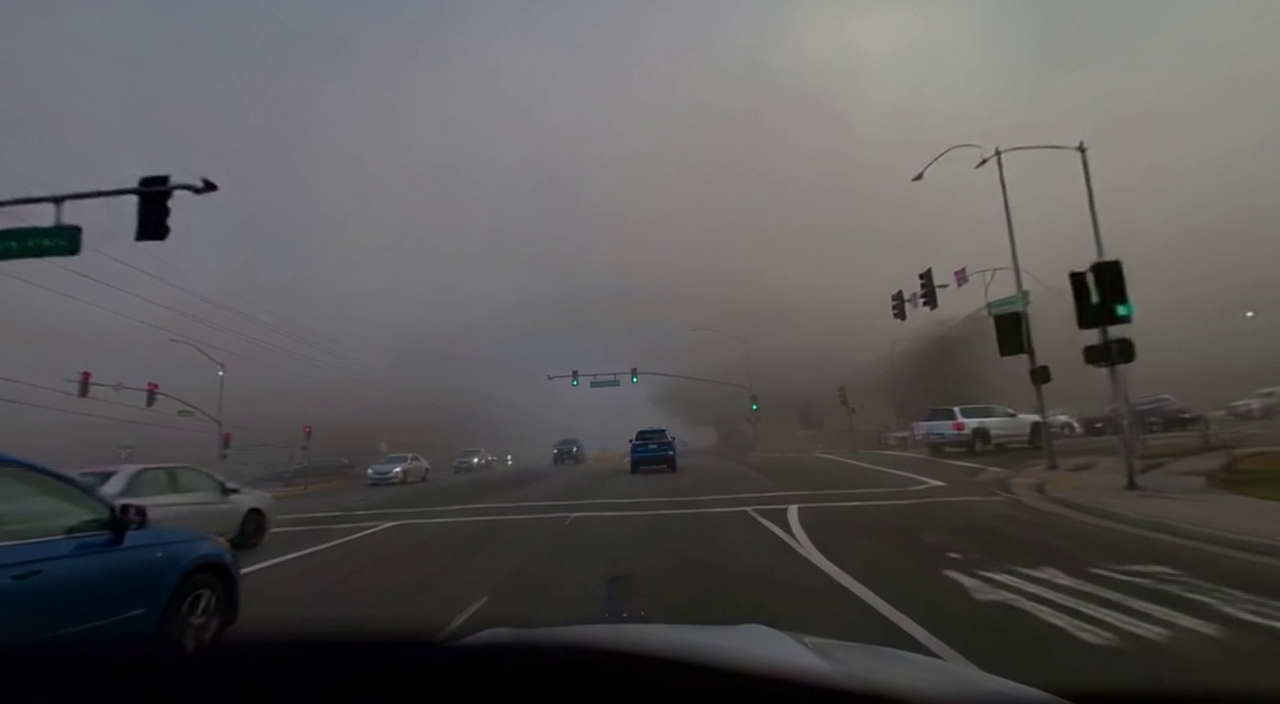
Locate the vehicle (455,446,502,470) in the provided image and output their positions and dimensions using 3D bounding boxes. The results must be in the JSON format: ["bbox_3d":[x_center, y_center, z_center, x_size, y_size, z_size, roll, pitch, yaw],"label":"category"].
[{"bbox_3d":[-11.393,7.500,44.846,2.184,1.641,4.429,0,-8,0],"label":"vehicle"}]

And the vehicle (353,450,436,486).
[{"bbox_3d":[-11.293,5.365,29.446,2.016,1.468,4.612,0,-8,0],"label":"vehicle"}]

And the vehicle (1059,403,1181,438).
[{"bbox_3d":[25.585,3.694,33.735,4.769,1.486,2.043,-3,-8,1],"label":"vehicle"}]

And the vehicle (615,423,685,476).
[{"bbox_3d":[0.313,3.878,25.249,2.513,1.854,5.235,0,-8,-1],"label":"vehicle"}]

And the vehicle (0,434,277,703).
[{"bbox_3d":[-3.700,1.070,2.522,1.996,1.463,4.094,0,-8,1],"label":"vehicle"}]

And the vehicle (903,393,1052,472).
[{"bbox_3d":[10.895,2.609,20.117,5.877,2.148,2.452,8,-12,-44],"label":"vehicle"}]
